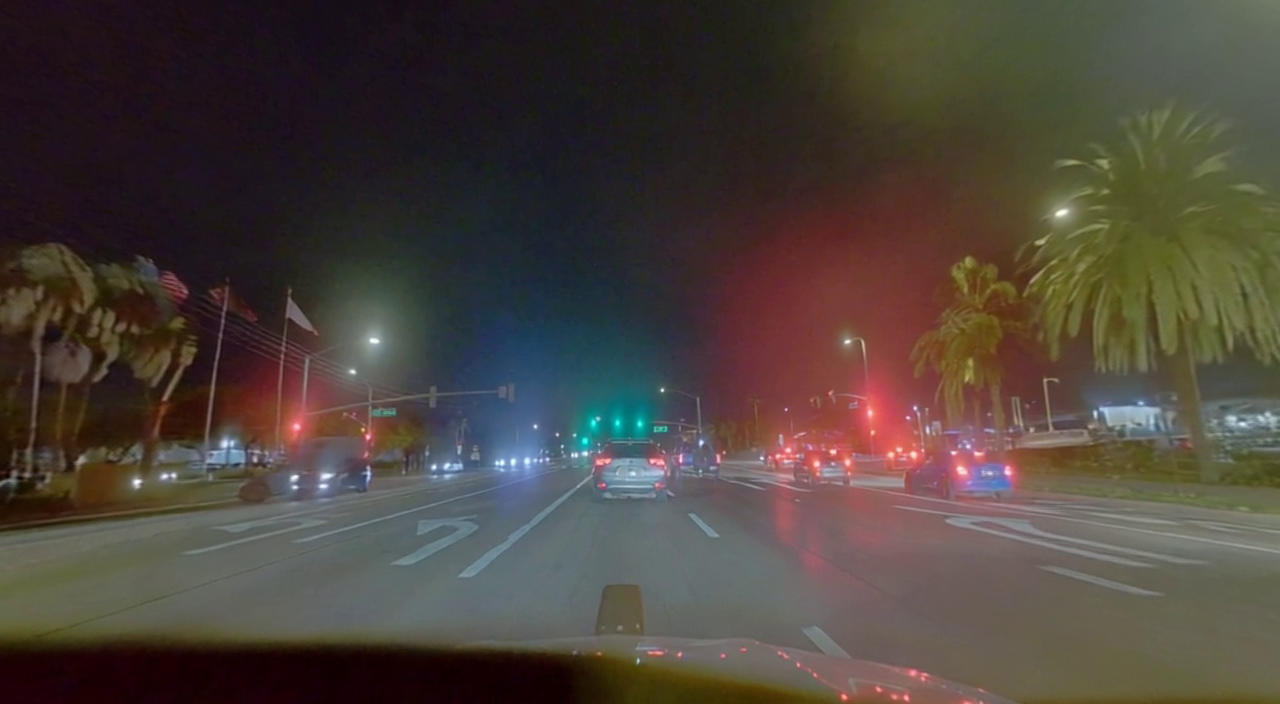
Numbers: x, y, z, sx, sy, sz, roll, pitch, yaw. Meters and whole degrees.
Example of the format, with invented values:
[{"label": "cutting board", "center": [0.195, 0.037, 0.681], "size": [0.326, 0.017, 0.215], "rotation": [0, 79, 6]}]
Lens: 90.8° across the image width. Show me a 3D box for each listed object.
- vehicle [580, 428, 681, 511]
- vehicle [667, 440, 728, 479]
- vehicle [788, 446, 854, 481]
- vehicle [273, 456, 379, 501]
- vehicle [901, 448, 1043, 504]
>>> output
[{"label": "vehicle", "center": [-0.266, 3.152, 17.436], "size": [2.402, 1.938, 4.535], "rotation": [0, -9, -1]}, {"label": "vehicle", "center": [3.108, 6.048, 35.879], "size": [2.773, 2.021, 6.212], "rotation": [0, -9, -1]}, {"label": "vehicle", "center": [9.773, 6.019, 34.503], "size": [2.155, 1.779, 4.582], "rotation": [0, -9, -1]}, {"label": "vehicle", "center": [-12.028, 4.845, 24.557], "size": [1.965, 1.475, 4.209], "rotation": [0, -9, -1]}, {"label": "vehicle", "center": [9.911, 3.706, 19.316], "size": [1.967, 1.485, 4.267], "rotation": [0, -9, -1]}]
